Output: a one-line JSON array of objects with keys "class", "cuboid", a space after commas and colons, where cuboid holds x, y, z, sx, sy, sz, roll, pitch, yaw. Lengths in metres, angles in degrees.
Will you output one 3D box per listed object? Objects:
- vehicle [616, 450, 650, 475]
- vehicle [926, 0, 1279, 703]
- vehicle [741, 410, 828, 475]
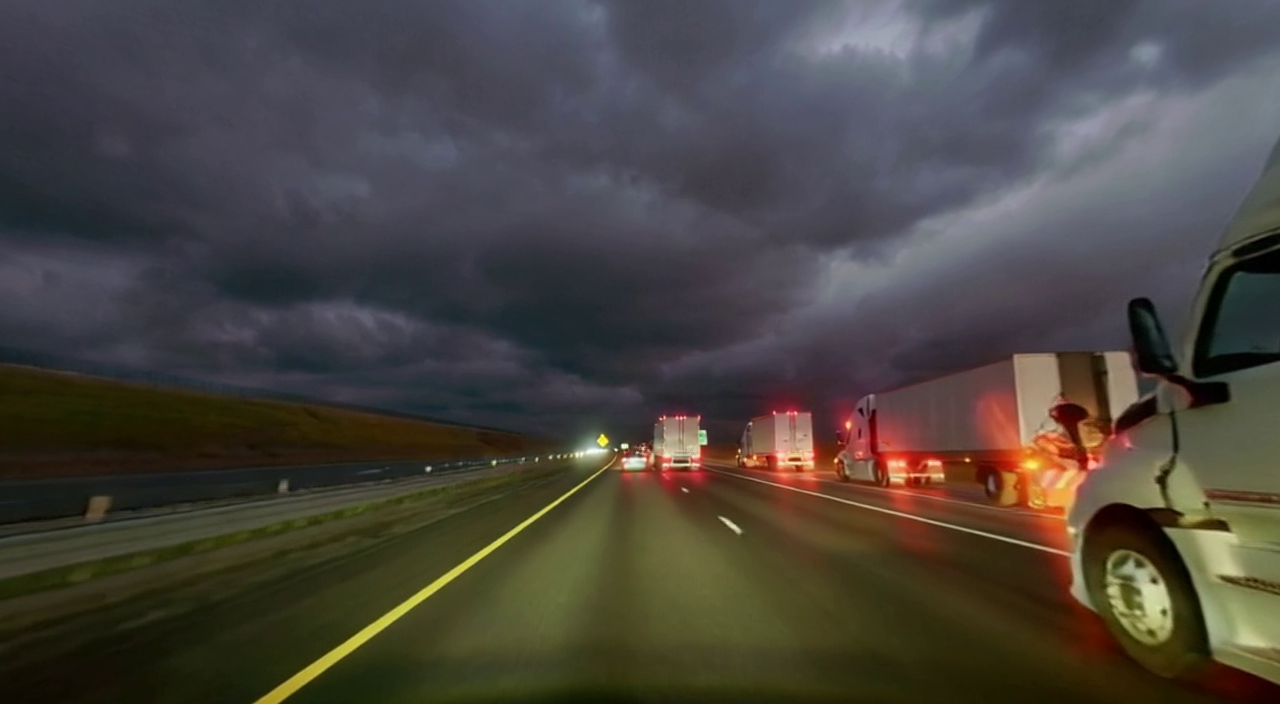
[{"class": "vehicle", "cuboid": [-0.454, 6.660, 38.257, 1.927, 1.437, 3.794, 0, -9, -1]}, {"class": "vehicle", "cuboid": [3.567, -0.357, 1.171, 2.990, 3.934, 6.180, 0, -9, 0]}, {"class": "vehicle", "cuboid": [10.390, 6.928, 47.628, 2.854, 4.112, 14.088, 0, -9, -2]}]
